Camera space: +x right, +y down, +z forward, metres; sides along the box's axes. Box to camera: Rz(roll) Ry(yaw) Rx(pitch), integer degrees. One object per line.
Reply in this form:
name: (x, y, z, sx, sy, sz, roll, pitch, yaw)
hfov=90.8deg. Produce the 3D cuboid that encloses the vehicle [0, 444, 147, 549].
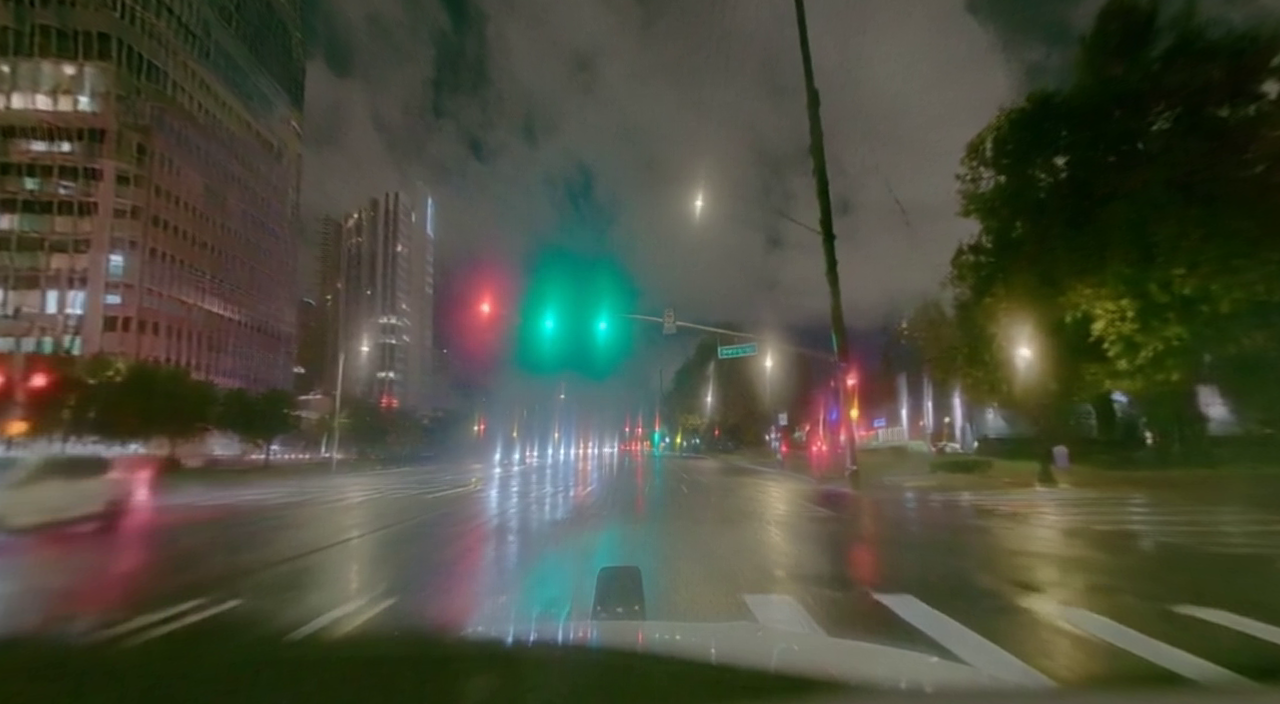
vehicle: (-11.170, 2.440, 10.900, 1.893, 1.654, 4.127, -1, -9, 1)
